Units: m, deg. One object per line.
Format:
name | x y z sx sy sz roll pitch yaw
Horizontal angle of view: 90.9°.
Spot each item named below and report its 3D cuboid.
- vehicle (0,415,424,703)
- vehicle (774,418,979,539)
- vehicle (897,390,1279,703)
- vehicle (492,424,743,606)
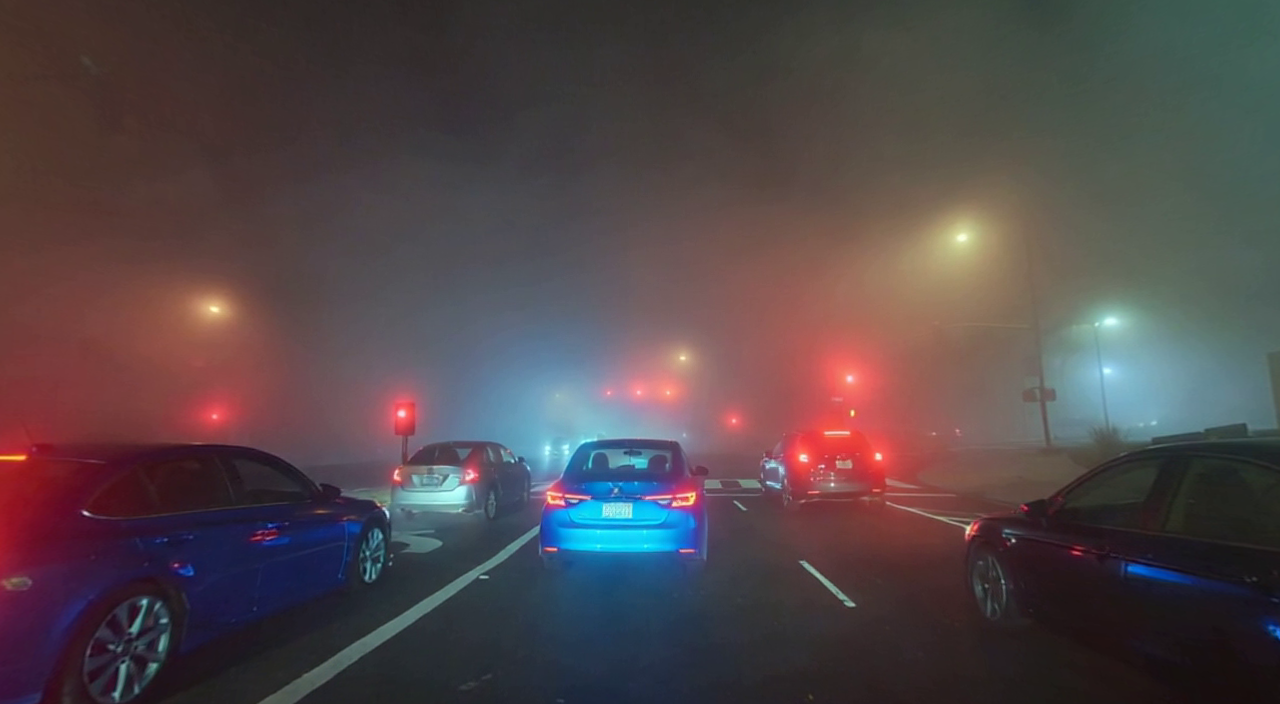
vehicle | -3.403 1.307 4.749 1.980 1.454 4.226 0 -8 1
vehicle | 3.777 2.091 11.007 2.007 1.683 4.171 0 -8 1
vehicle | 3.444 1.107 3.789 1.981 1.499 4.536 -1 -8 2
vehicle | -0.170 1.637 7.234 2.059 1.477 3.988 0 -8 0
